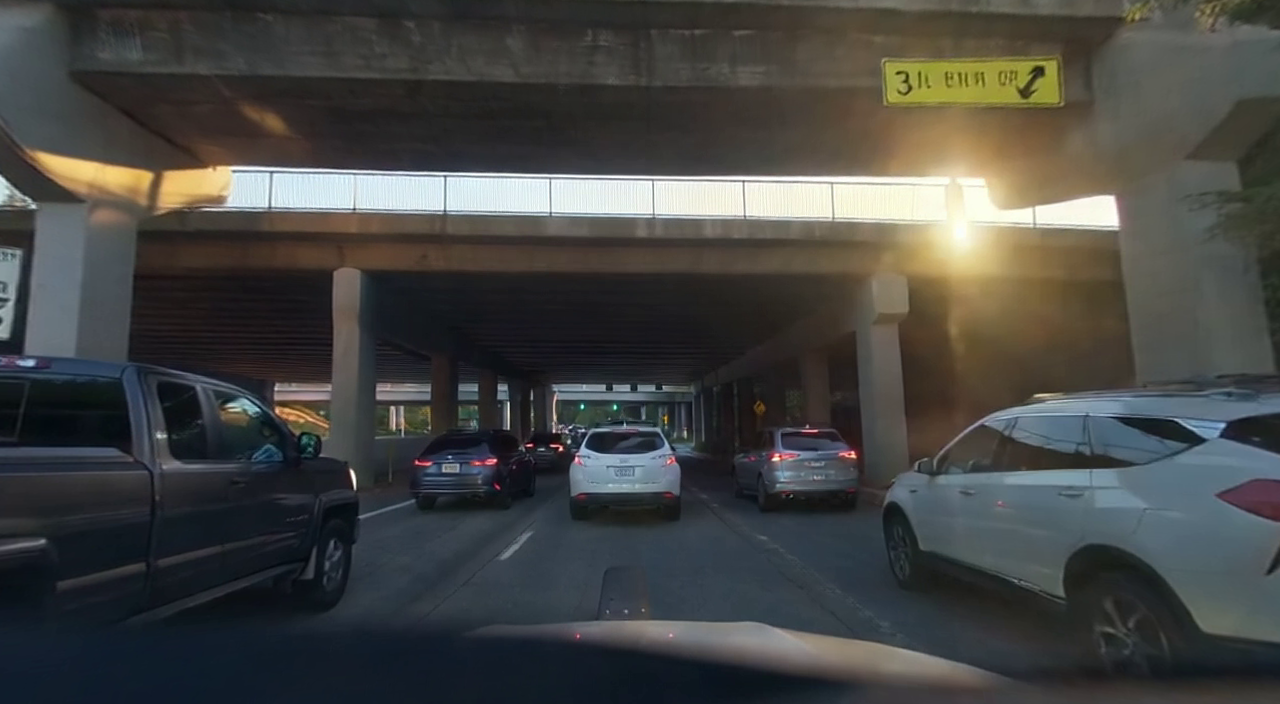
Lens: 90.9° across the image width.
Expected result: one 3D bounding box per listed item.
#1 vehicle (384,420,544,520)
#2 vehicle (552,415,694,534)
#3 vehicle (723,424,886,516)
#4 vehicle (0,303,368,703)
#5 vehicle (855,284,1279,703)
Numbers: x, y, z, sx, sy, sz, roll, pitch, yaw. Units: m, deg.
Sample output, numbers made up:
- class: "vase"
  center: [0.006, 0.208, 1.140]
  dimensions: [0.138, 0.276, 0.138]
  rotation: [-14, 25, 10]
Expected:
- class: "vehicle"
  center: [-3.366, 2.343, 12.999]
  dimensions: [2.127, 1.720, 4.064]
  rotation: [0, -8, 0]
- class: "vehicle"
  center: [-0.291, 2.104, 11.335]
  dimensions: [2.097, 1.748, 3.794]
  rotation: [0, -8, -1]
- class: "vehicle"
  center: [3.456, 2.629, 14.621]
  dimensions: [2.234, 1.720, 5.378]
  rotation: [0, -8, -1]
- class: "vehicle"
  center: [-3.424, 0.840, 3.077]
  dimensions: [2.074, 1.814, 4.596]
  rotation: [0, -8, 0]
- class: "vehicle"
  center: [3.691, 1.049, 4.807]
  dimensions: [2.401, 1.968, 4.841]
  rotation: [0, -8, 0]
